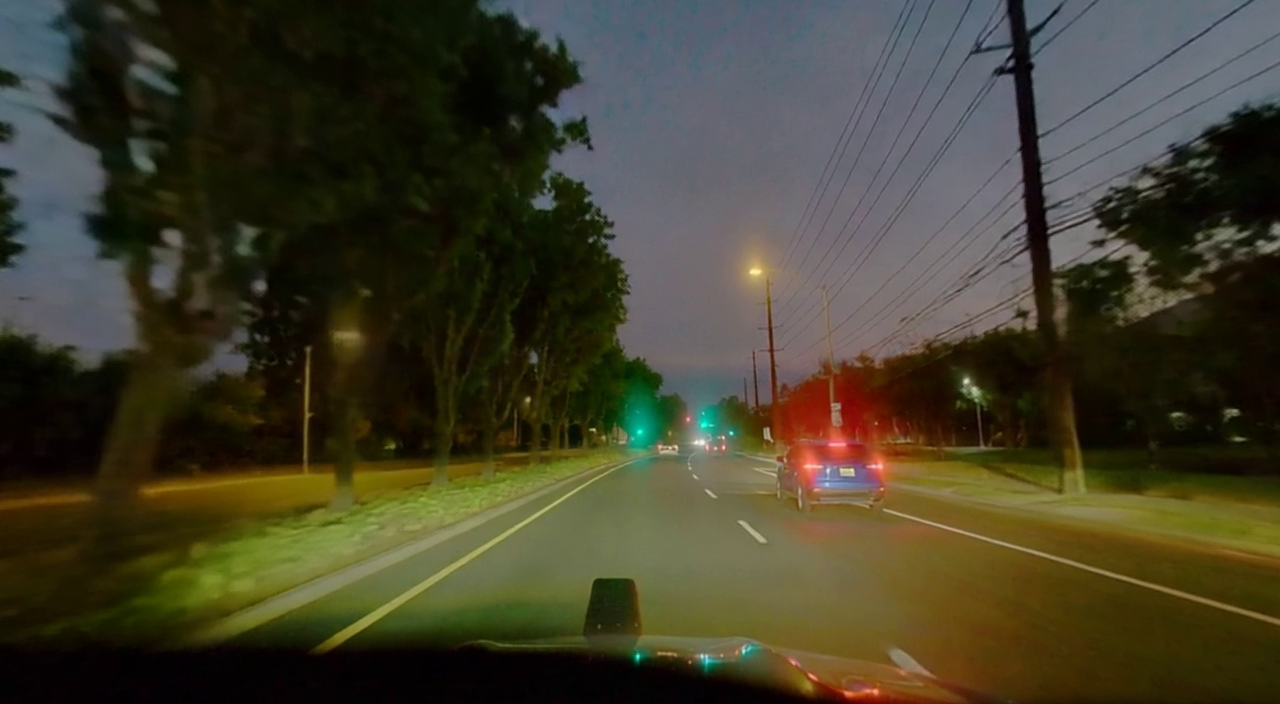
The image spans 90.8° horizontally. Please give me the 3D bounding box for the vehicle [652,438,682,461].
[{"bbox_3d":[2.155,7.556,49.033,2.163,1.746,4.073,-1,-9,4],"label":"vehicle"}]

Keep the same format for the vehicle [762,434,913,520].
[{"bbox_3d":[3.962,2.569,13.527,1.881,1.512,4.294,-1,-8,1],"label":"vehicle"}]
